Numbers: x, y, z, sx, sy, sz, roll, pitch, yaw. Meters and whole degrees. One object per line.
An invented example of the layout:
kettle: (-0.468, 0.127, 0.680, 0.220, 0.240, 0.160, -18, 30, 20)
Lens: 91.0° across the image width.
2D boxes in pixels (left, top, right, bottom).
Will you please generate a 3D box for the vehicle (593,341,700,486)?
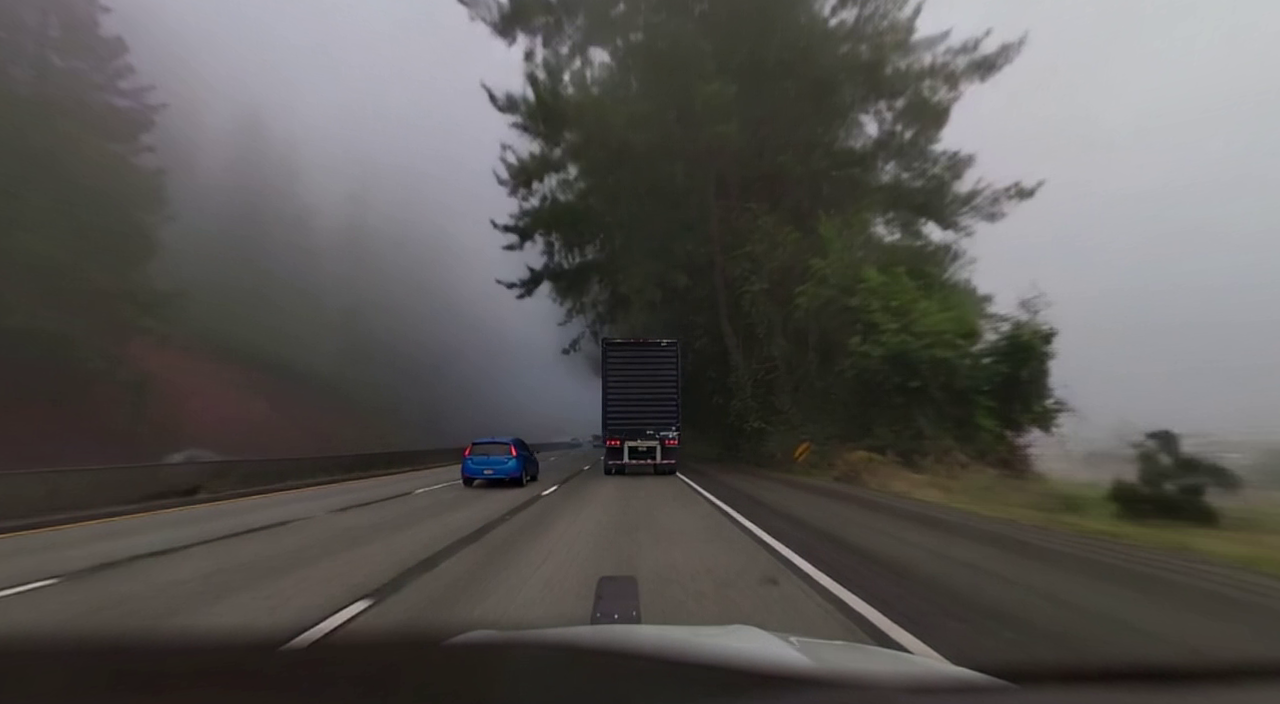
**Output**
vehicle: (0.072, 2.521, 23.564, 3.073, 4.196, 10.546, 0, -8, -1)

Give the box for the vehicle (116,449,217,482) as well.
vehicle: (-24.504, 5.858, 32.781, 1.821, 1.506, 4.424, 0, -8, 0)

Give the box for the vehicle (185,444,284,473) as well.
vehicle: (-24.635, 6.477, 38.550, 2.211, 1.597, 5.503, -1, -8, 2)

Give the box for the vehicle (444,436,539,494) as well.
vehicle: (-4.331, 3.344, 19.024, 1.854, 1.530, 4.268, 0, -8, 0)
